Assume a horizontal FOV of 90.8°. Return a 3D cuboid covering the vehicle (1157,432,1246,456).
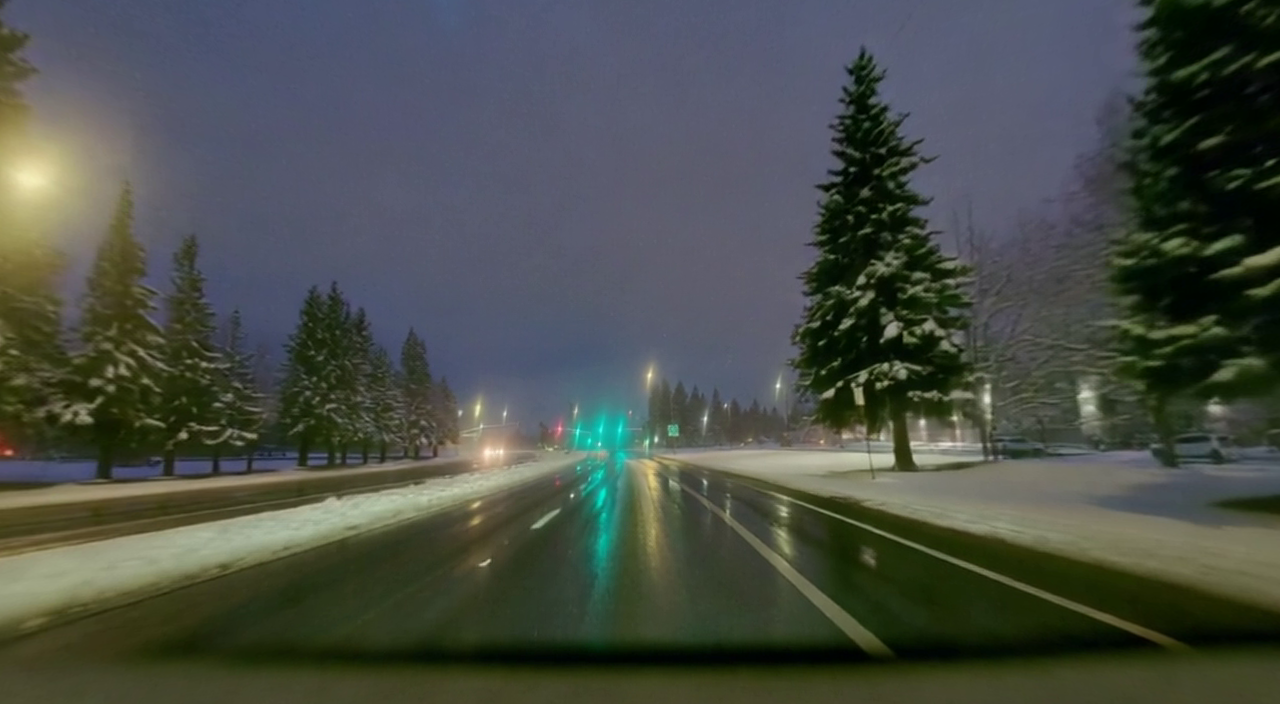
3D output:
[{"bbox_3d":[37.523,6.184,42.377,1.786,1.492,4.381,0,-8,-2],"label":"vehicle"}]
